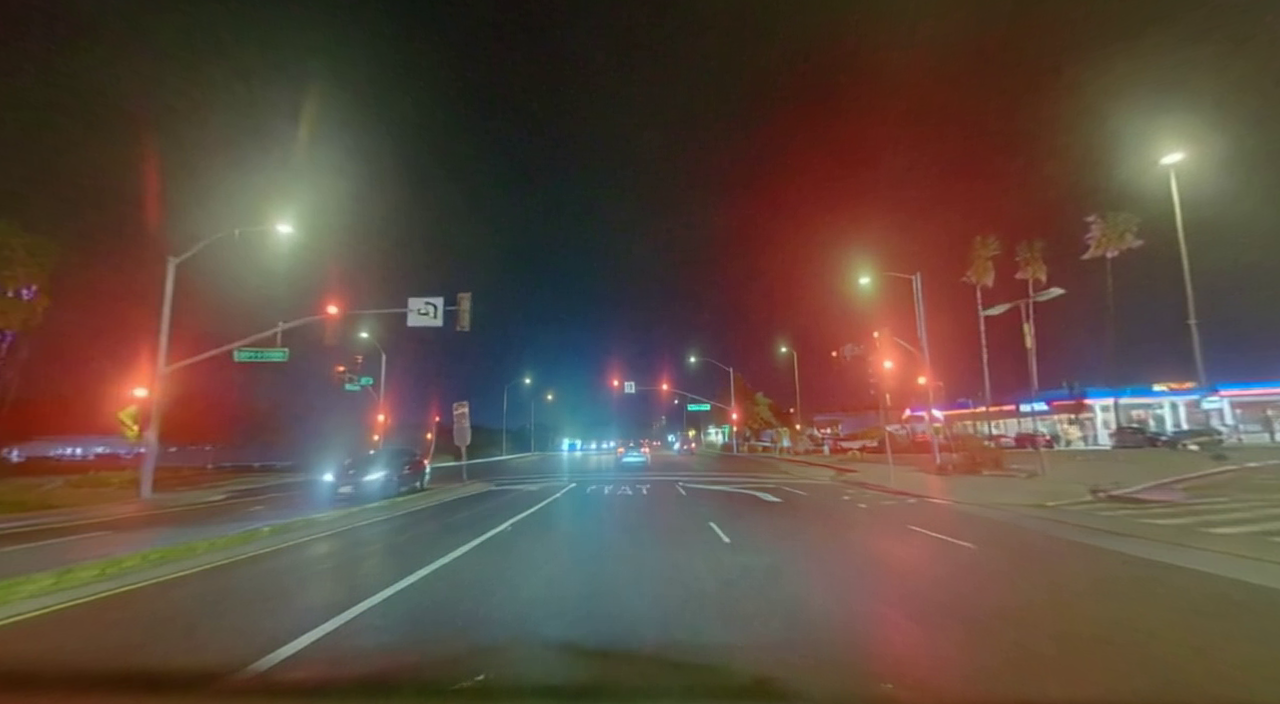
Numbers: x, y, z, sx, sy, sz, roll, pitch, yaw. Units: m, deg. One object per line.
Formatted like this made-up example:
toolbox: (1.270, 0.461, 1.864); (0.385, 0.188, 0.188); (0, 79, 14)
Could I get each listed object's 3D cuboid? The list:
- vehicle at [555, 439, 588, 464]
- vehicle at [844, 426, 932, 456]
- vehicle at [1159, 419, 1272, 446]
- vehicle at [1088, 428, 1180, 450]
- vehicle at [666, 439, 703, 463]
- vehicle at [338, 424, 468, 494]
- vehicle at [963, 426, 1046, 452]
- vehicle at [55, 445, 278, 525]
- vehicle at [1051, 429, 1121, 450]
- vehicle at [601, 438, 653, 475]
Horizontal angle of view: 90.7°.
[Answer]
vehicle: (-5.309, 7.715, 49.464); (2.032, 1.747, 4.479); (-2, -8, 0)
vehicle: (17.095, 6.182, 43.822); (5.173, 1.976, 2.223); (0, -9, 0)
vehicle: (43.042, 6.060, 47.416); (6.181, 1.903, 2.214); (0, -9, -1)
vehicle: (34.121, 6.040, 43.784); (4.668, 1.469, 1.963); (0, -9, -1)
vehicle: (2.996, 6.753, 43.217); (2.060, 1.471, 4.168); (0, -9, -2)
vehicle: (-8.568, 3.946, 23.754); (2.440, 2.225, 6.346); (0, -9, -1)
vehicle: (25.045, 6.016, 43.612); (4.473, 1.751, 1.909); (0, -9, -1)
vehicle: (-11.697, 3.261, 16.240); (2.039, 1.630, 4.878); (1, -8, -2)
vehicle: (33.162, 6.521, 47.084); (3.696, 1.532, 1.927); (0, -9, -2)
vehicle: (-0.580, 4.652, 28.421); (2.160, 1.508, 4.319); (0, -9, -1)
